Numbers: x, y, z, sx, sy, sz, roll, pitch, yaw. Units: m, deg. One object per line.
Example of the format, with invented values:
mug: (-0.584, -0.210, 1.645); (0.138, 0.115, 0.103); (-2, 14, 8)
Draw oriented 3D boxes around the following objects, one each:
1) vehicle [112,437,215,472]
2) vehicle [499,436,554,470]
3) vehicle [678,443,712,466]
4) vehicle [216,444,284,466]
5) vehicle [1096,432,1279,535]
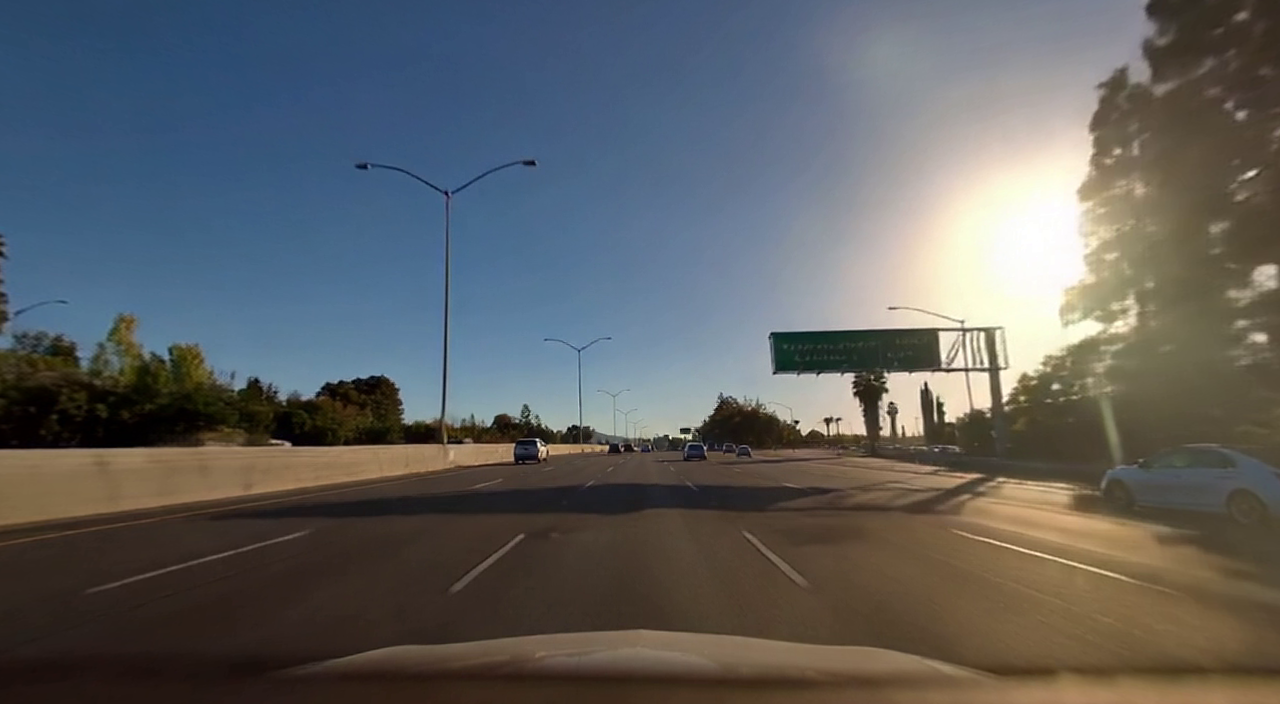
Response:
vehicle: (-21.346, 4.597, 28.292); (1.715, 1.425, 3.674); (0, -8, 0)
vehicle: (-6.262, 5.595, 35.087); (2.091, 1.746, 4.437); (0, -8, 2)
vehicle: (3.728, 6.988, 42.983); (1.950, 1.453, 3.378); (0, -8, -1)
vehicle: (-28.867, 7.599, 46.697); (1.900, 1.530, 4.914); (0, -8, 0)
vehicle: (10.196, 2.069, 10.175); (1.979, 1.467, 4.839); (0, -8, 0)
